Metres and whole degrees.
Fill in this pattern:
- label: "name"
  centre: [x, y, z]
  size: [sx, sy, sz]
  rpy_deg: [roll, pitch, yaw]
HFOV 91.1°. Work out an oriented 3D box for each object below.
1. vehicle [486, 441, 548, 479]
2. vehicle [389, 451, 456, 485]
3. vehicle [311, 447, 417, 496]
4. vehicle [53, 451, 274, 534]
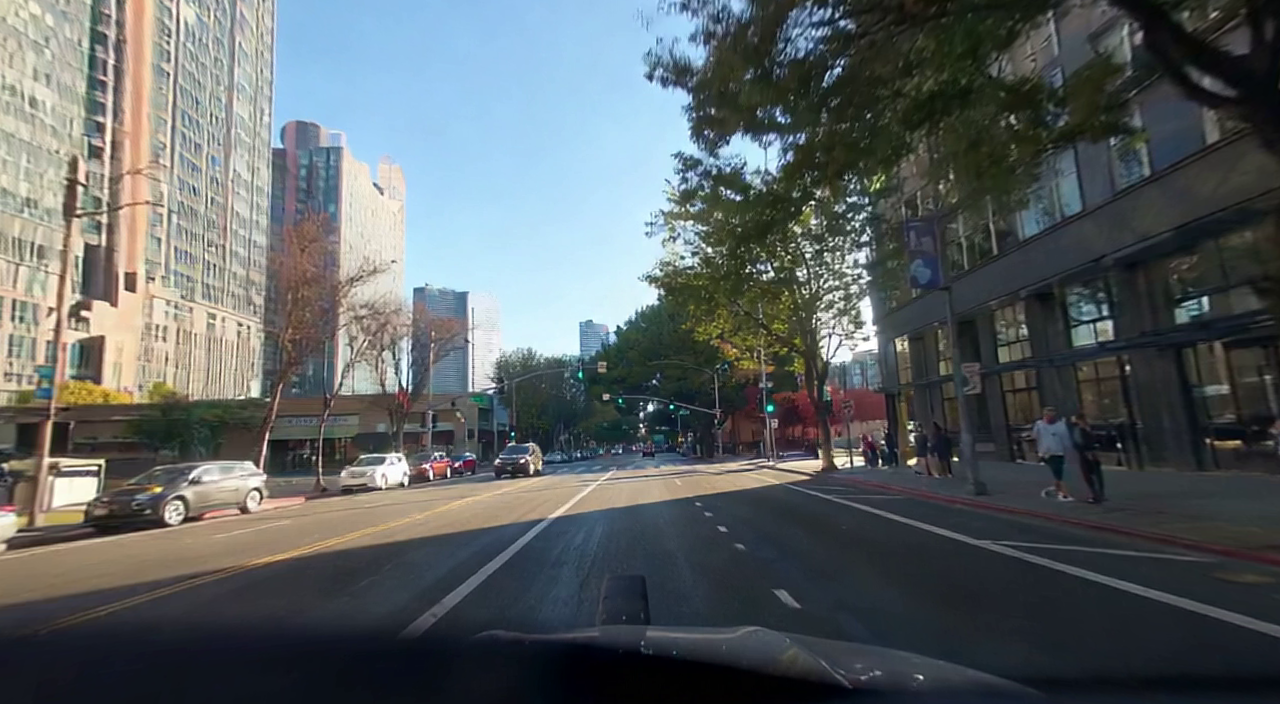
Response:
- label: "vehicle"
  centre: [-6.001, 5.307, 31.180]
  size: [2.128, 1.704, 4.343]
  rpy_deg: [0, -8, 1]
- label: "vehicle"
  centre: [-11.960, 6.365, 34.843]
  size: [1.898, 1.724, 4.445]
  rpy_deg: [-1, -8, 4]
- label: "vehicle"
  centre: [-12.178, 5.266, 28.260]
  size: [2.126, 1.963, 5.547]
  rpy_deg: [0, -8, 1]
- label: "vehicle"
  centre: [-12.318, 3.602, 16.802]
  size: [2.075, 1.809, 4.804]
  rpy_deg: [0, -8, 0]
